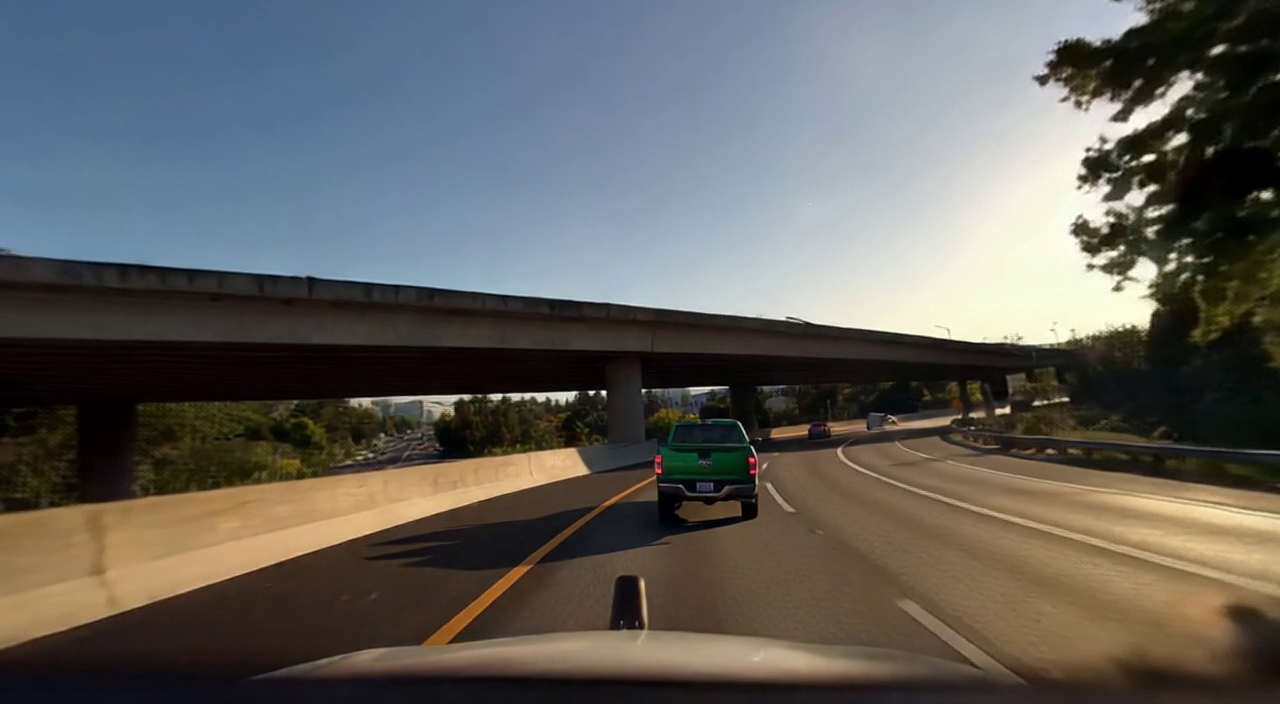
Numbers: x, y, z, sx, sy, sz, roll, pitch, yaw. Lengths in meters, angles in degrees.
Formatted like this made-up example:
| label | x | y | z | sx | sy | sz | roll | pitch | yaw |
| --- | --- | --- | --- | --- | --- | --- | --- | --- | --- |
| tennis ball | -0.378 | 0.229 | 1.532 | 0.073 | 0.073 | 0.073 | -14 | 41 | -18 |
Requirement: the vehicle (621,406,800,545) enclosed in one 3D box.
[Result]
| label | x | y | z | sx | sy | sz | roll | pitch | yaw |
| --- | --- | --- | --- | --- | --- | --- | --- | --- | --- |
| vehicle | 1.092 | 1.887 | 10.242 | 2.235 | 1.716 | 4.435 | -1 | -8 | 6 |
